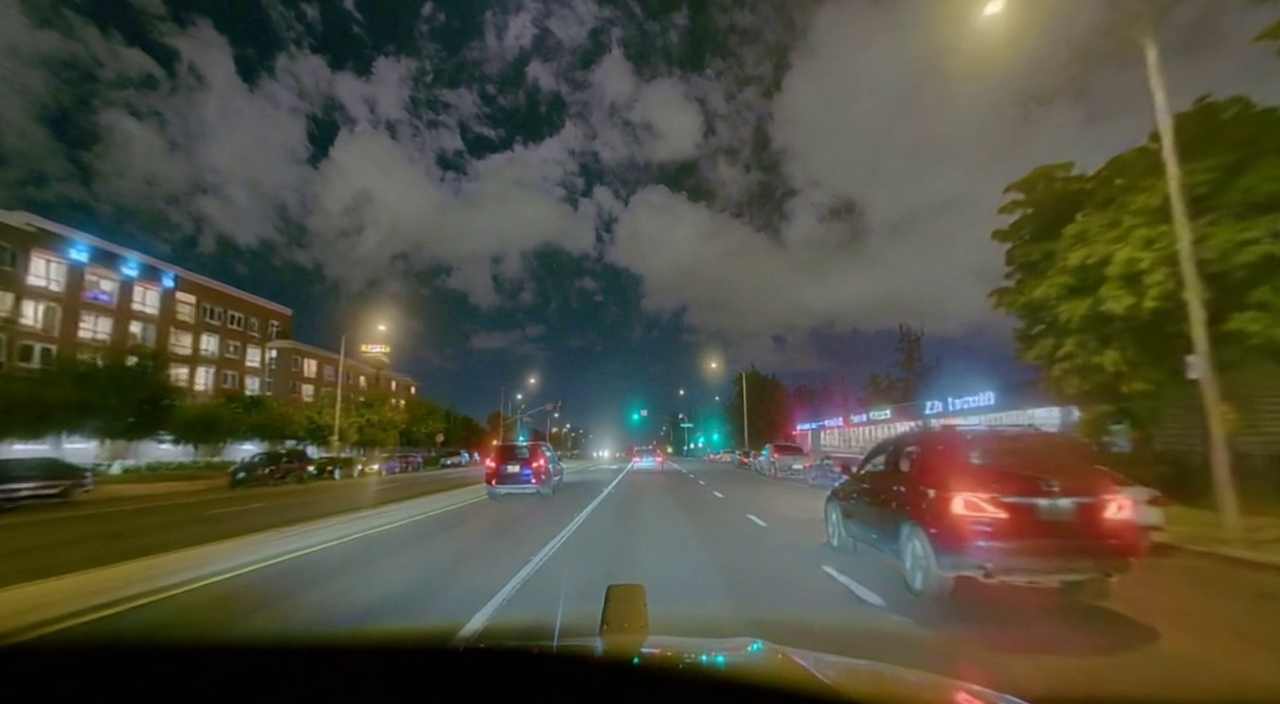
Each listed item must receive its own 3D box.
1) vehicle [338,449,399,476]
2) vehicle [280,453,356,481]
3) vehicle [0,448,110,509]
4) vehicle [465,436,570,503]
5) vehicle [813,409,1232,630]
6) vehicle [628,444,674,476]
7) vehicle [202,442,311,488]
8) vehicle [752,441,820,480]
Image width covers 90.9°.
[{"bbox_3d":[-16.719,6.819,39.041,1.854,1.466,4.377,-2,-8,0],"label":"vehicle"},{"bbox_3d":[-16.747,5.993,33.038,1.668,1.298,4.337,0,-9,1],"label":"vehicle"},{"bbox_3d":[-17.127,3.390,16.899,1.915,1.497,4.445,-2,-8,1],"label":"vehicle"},{"bbox_3d":[-3.048,3.008,16.576,1.860,1.510,4.073,0,-9,1],"label":"vehicle"},{"bbox_3d":[3.404,1.544,6.733,1.987,1.637,3.896,0,-9,0],"label":"vehicle"},{"bbox_3d":[0.535,5.348,31.547,2.103,1.468,4.094,0,-9,1],"label":"vehicle"},{"bbox_3d":[-16.795,4.922,27.916,2.089,1.756,4.486,-2,-8,-1],"label":"vehicle"},{"bbox_3d":[7.248,5.446,31.865,2.207,1.789,5.099,0,-9,0],"label":"vehicle"}]
